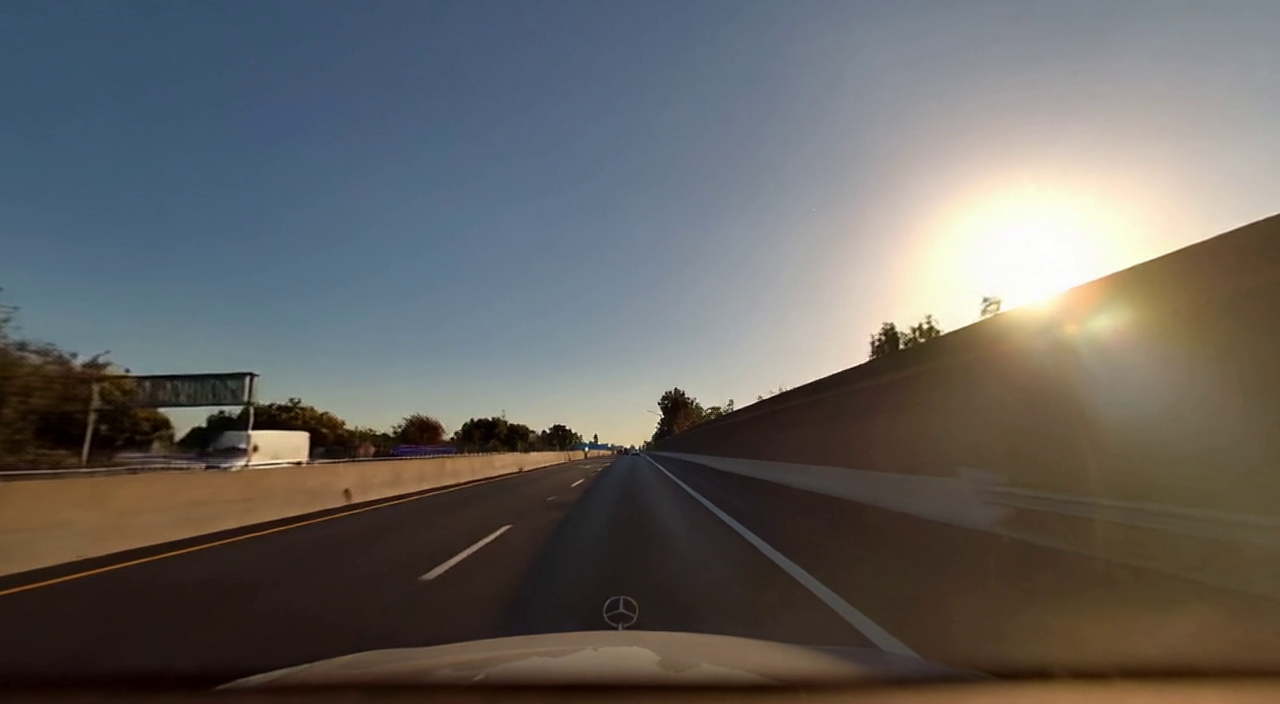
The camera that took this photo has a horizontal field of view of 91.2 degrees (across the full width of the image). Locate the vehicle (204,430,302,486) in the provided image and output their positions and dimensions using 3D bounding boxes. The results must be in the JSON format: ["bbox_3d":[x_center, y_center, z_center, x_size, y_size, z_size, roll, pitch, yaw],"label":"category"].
[{"bbox_3d":[-25.628,7.066,42.017,2.844,3.341,7.695,1,-9,-11],"label":"vehicle"}]
